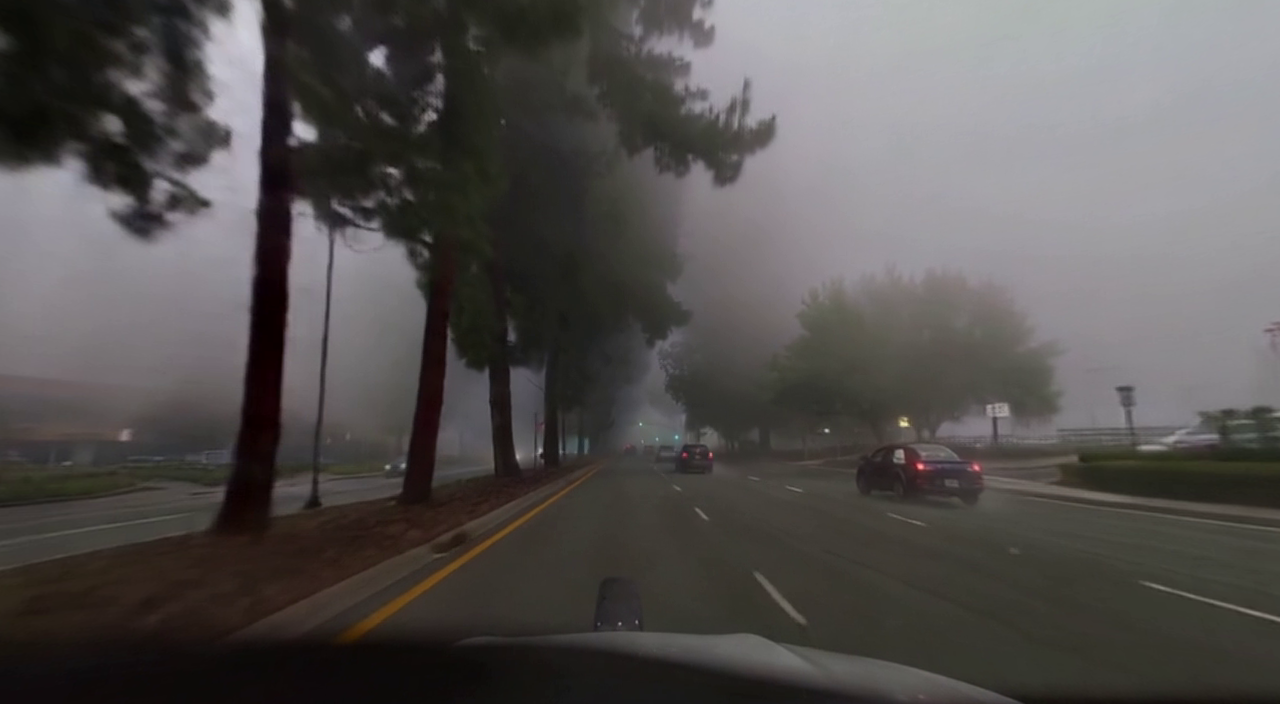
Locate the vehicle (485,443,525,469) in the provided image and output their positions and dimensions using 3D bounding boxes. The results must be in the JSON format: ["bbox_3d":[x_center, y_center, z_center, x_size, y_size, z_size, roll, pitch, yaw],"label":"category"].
[{"bbox_3d":[-9.549,7.389,44.884,1.968,1.684,4.265,0,-9,-1],"label":"vehicle"}]

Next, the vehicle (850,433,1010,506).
[{"bbox_3d":[6.859,2.812,15.484,1.886,1.528,4.169,0,-9,-1],"label":"vehicle"}]

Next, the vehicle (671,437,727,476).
[{"bbox_3d":[2.664,4.854,29.455,2.161,1.676,4.151,0,-9,-1],"label":"vehicle"}]
